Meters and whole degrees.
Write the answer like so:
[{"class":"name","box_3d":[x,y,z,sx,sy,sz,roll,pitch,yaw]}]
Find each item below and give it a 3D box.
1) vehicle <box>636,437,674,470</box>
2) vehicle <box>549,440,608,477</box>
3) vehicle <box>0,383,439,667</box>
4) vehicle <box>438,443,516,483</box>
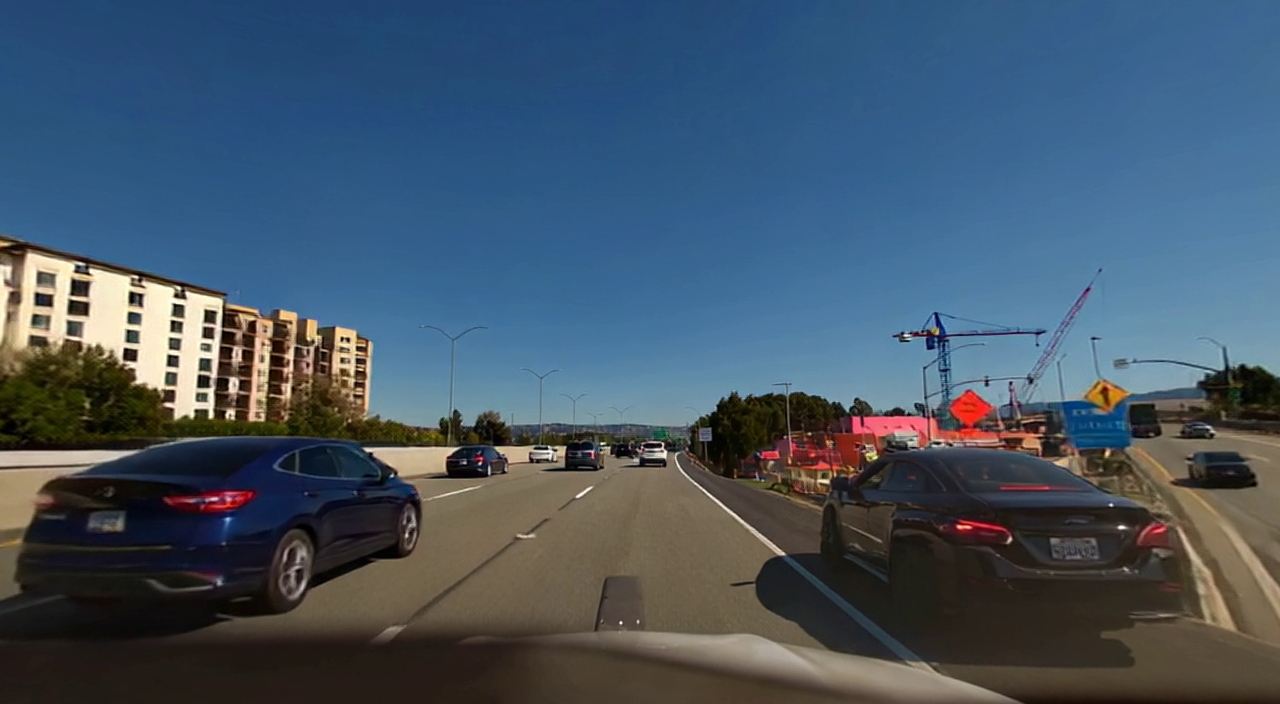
[{"class":"vehicle","box_3d":[0.866,5.986,37.313,2.116,1.763,4.352,0,-9,1]},{"class":"vehicle","box_3d":[-2.857,5.087,30.359,2.109,1.657,4.554,0,-9,3]},{"class":"vehicle","box_3d":[-3.747,1.371,6.106,2.045,1.710,4.382,0,-8,1]},{"class":"vehicle","box_3d":[-6.754,4.628,26.577,1.959,1.486,4.460,0,-9,2]}]
